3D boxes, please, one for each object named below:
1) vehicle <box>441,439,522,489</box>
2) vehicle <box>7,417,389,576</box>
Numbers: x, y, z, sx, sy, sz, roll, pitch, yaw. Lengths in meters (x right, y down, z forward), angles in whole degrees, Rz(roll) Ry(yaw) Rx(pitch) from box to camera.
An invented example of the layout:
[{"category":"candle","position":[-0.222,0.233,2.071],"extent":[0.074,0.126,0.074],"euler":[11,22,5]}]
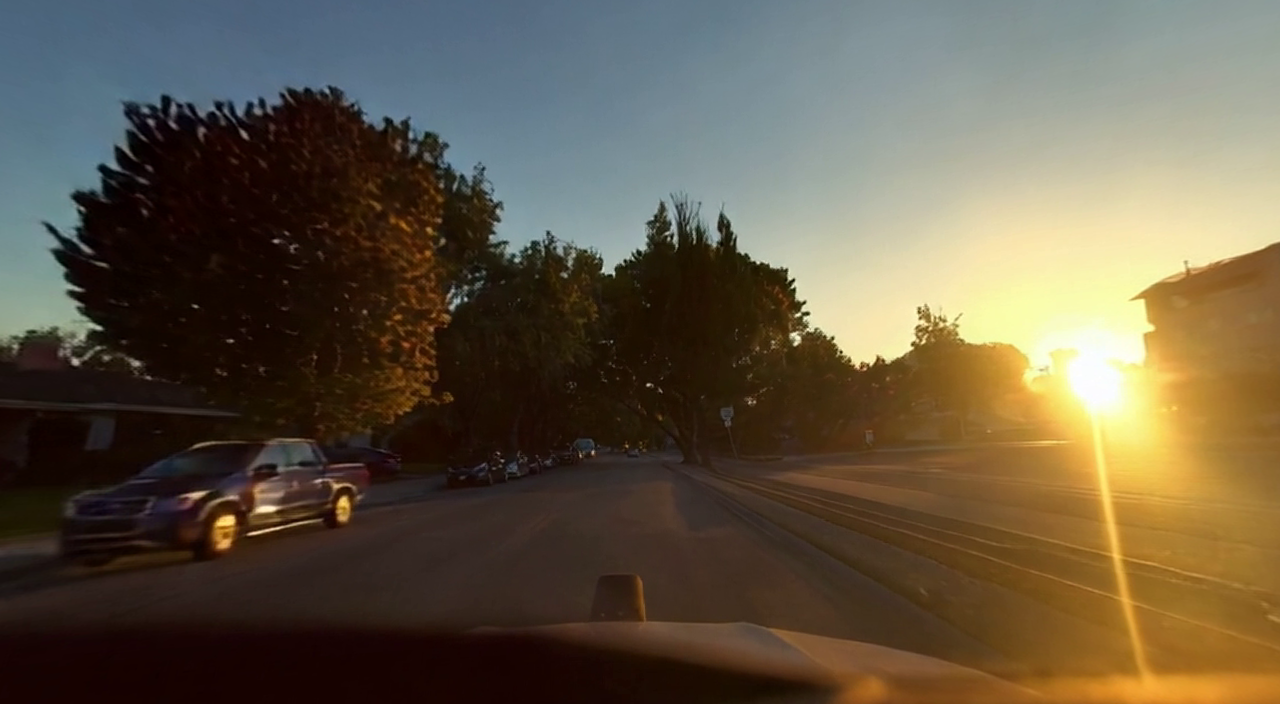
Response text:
[{"category":"vehicle","position":[-6.583,4.697,26.830],"extent":[2.020,1.842,5.116],"euler":[1,-8,1]},{"category":"vehicle","position":[-6.504,2.159,10.502],"extent":[2.350,1.892,5.542],"euler":[1,-8,0]}]
